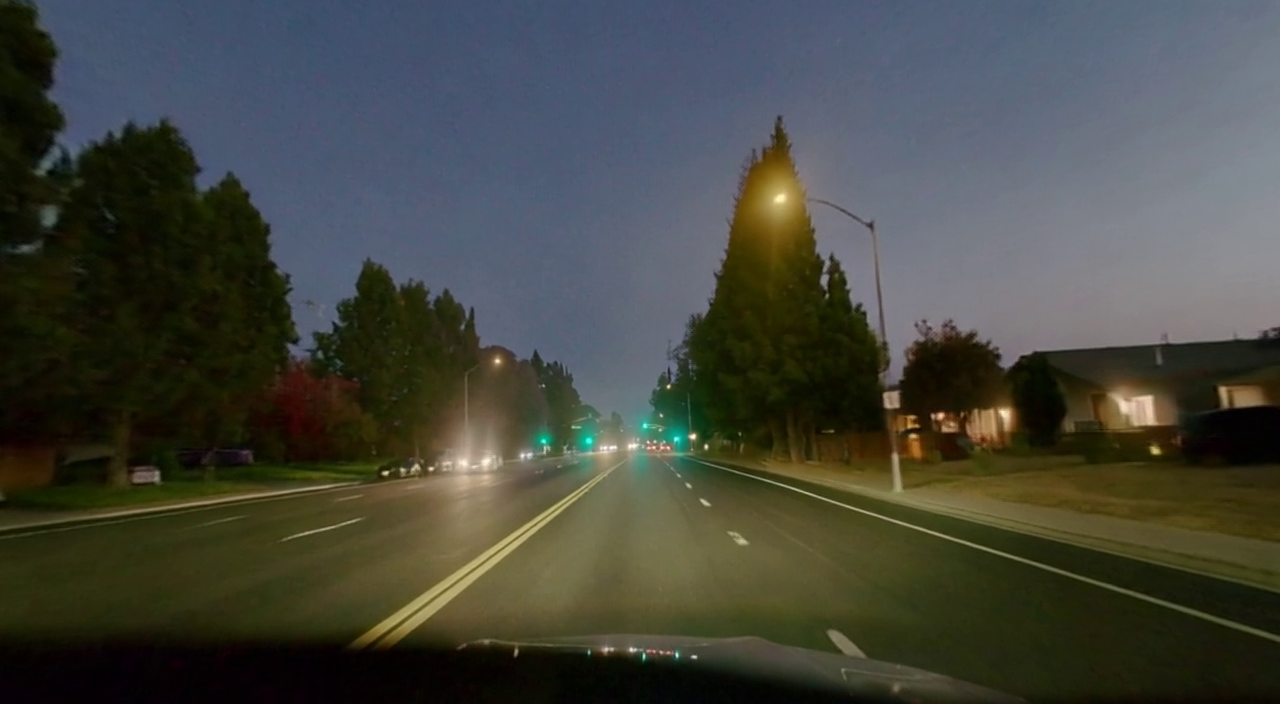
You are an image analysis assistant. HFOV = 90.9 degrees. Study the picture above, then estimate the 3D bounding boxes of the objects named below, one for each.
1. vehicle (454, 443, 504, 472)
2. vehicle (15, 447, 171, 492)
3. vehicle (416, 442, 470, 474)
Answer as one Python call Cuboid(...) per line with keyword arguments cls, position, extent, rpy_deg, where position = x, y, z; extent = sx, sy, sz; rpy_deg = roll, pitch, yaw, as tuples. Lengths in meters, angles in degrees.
Cuboid(cls="vehicle", position=(-9.938, 6.541, 39.176), extent=(1.962, 1.680, 3.925), rpy_deg=(0, -9, 1))
Cuboid(cls="vehicle", position=(-22.463, 4.820, 26.018), extent=(4.530, 1.769, 2.003), rpy_deg=(0, -9, 1))
Cuboid(cls="vehicle", position=(-14.115, 7.587, 45.515), extent=(2.071, 1.899, 5.640), rpy_deg=(-4, -8, 1))
